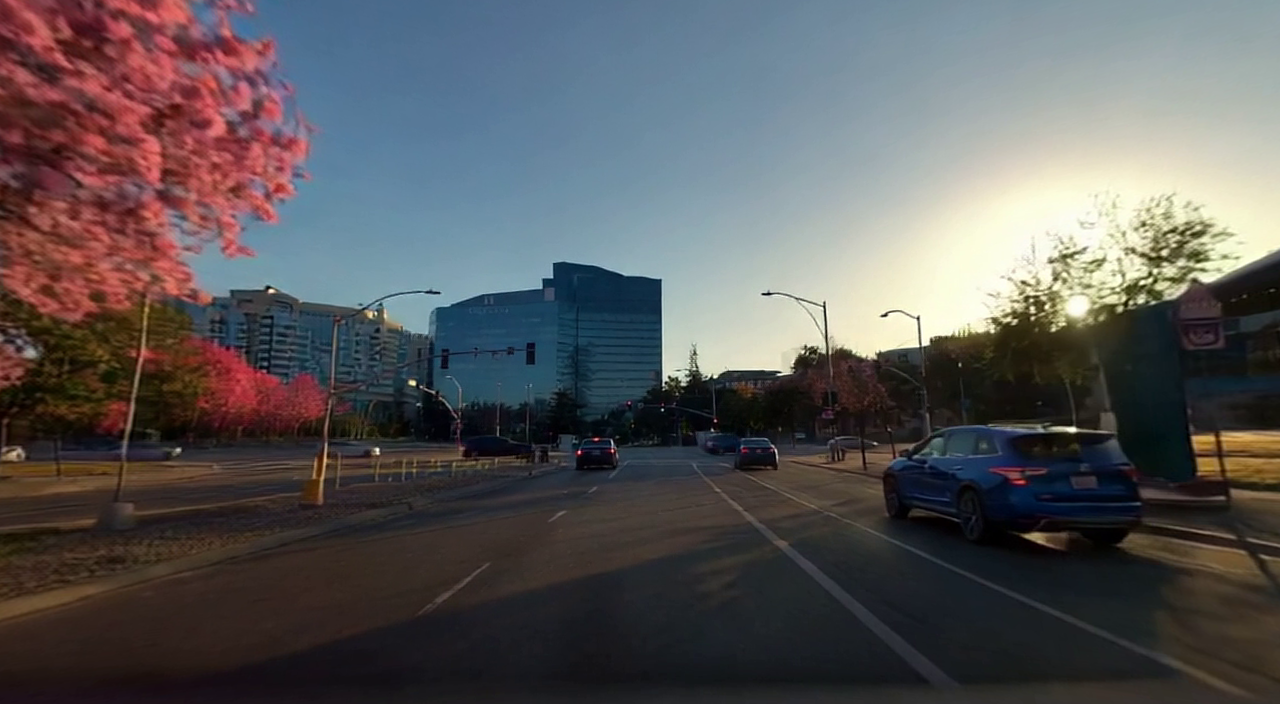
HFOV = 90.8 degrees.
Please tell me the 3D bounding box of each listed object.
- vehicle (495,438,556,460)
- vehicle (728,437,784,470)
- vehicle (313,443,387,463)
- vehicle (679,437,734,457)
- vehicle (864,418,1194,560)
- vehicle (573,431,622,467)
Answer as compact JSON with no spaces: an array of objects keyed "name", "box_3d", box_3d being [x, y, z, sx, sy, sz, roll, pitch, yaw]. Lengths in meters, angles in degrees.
[{"name":"vehicle","box_3d":[-8.360,7.118,46.340,4.089,1.588,1.808,-1,-8,2]},{"name":"vehicle","box_3d":[5.551,4.934,30.819,2.007,1.466,4.291,0,-8,1]},{"name":"vehicle","box_3d":[-22.615,7.890,49.383,4.829,1.470,1.874,-1,-8,2]},{"name":"vehicle","box_3d":[5.122,7.354,48.880,4.097,1.436,1.739,-1,-8,2]},{"name":"vehicle","box_3d":[4.981,1.809,9.038,2.019,1.518,4.285,0,-8,1]},{"name":"vehicle","box_3d":[-2.132,5.042,32.814,1.995,1.703,4.367,-1,-8,3]}]
